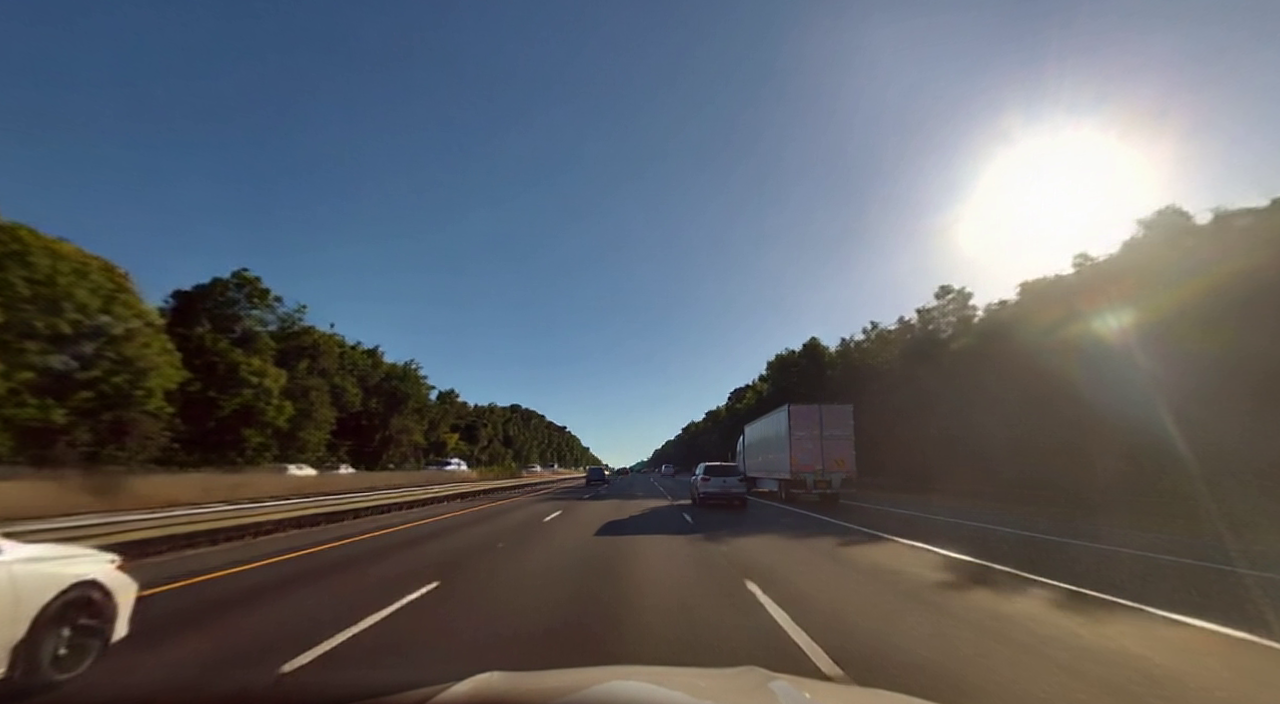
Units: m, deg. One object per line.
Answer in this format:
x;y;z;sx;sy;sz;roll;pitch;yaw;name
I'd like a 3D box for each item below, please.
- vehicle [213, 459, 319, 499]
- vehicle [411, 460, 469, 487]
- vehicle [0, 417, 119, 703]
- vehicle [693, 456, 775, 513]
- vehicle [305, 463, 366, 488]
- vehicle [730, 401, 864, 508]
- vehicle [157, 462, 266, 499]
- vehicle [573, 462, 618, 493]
-15.219;5.178;25.868;1.792;1.463;4.065;1;-10;0;vehicle
-11.978;7.322;37.981;1.906;1.467;4.763;1;-10;0;vehicle
-3.836;0.691;0.925;2.065;1.485;4.682;1;-10;0;vehicle
3.085;4.480;21.567;2.050;1.708;4.457;1;-10;-1;vehicle
-21.678;8.791;44.924;1.882;1.660;4.590;1;-10;1;vehicle
7.424;5.566;33.470;2.883;4.151;17.144;1;-10;0;vehicle
-19.142;5.744;28.331;1.781;1.467;4.335;1;-10;1;vehicle
-2.354;6.819;34.274;2.025;1.547;4.150;1;-10;1;vehicle
